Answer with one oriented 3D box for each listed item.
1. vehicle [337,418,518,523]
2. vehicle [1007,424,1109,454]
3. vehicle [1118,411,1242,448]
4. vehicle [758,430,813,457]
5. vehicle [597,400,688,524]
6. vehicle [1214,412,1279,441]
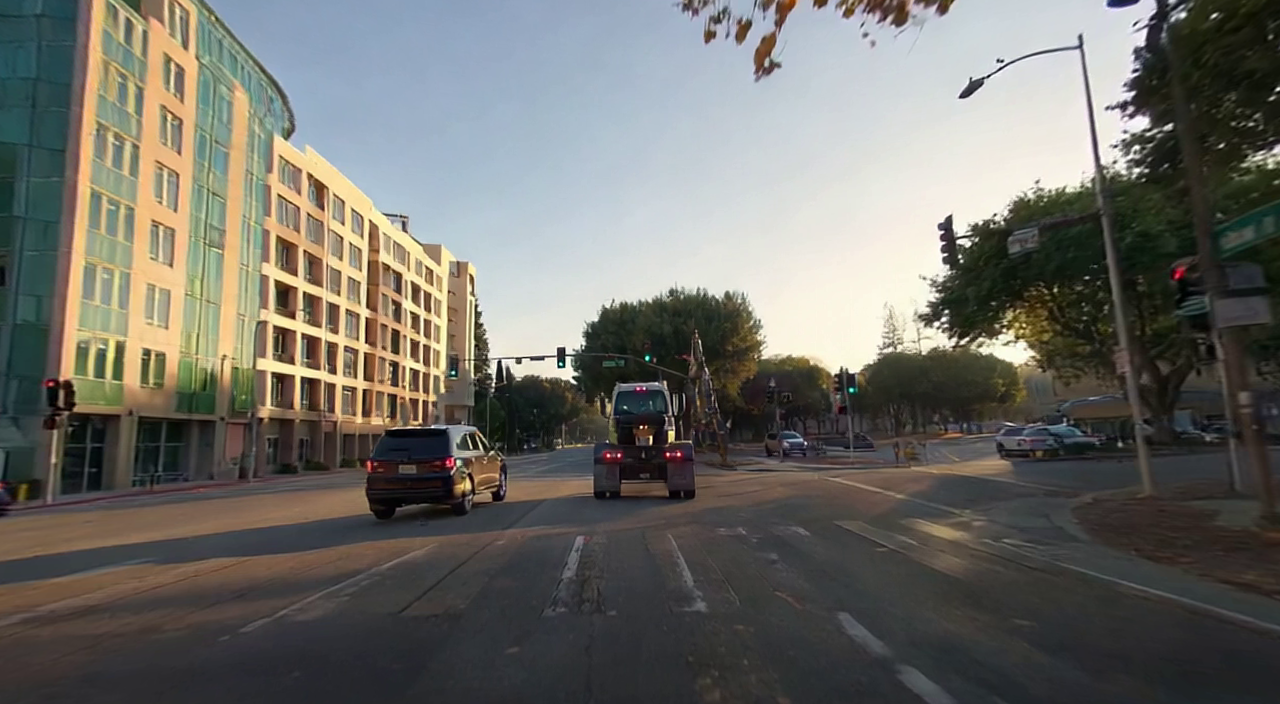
[{"bbox_3d":[-3.872,2.255,12.431,2.081,1.688,4.235,0,-9,0],"label":"vehicle"},{"bbox_3d":[21.128,4.455,32.093,1.767,1.440,4.261,1,-9,-10],"label":"vehicle"},{"bbox_3d":[28.413,4.117,33.271,4.772,1.868,2.053,1,-8,-5],"label":"vehicle"},{"bbox_3d":[10.464,6.613,45.758,2.186,1.783,4.716,0,-8,-10],"label":"vehicle"},{"bbox_3d":[0.107,3.884,23.389,2.552,3.461,11.044,-1,-8,0],"label":"vehicle"},{"bbox_3d":[39.559,4.796,40.279,4.363,1.741,1.914,2,-9,-11],"label":"vehicle"}]
